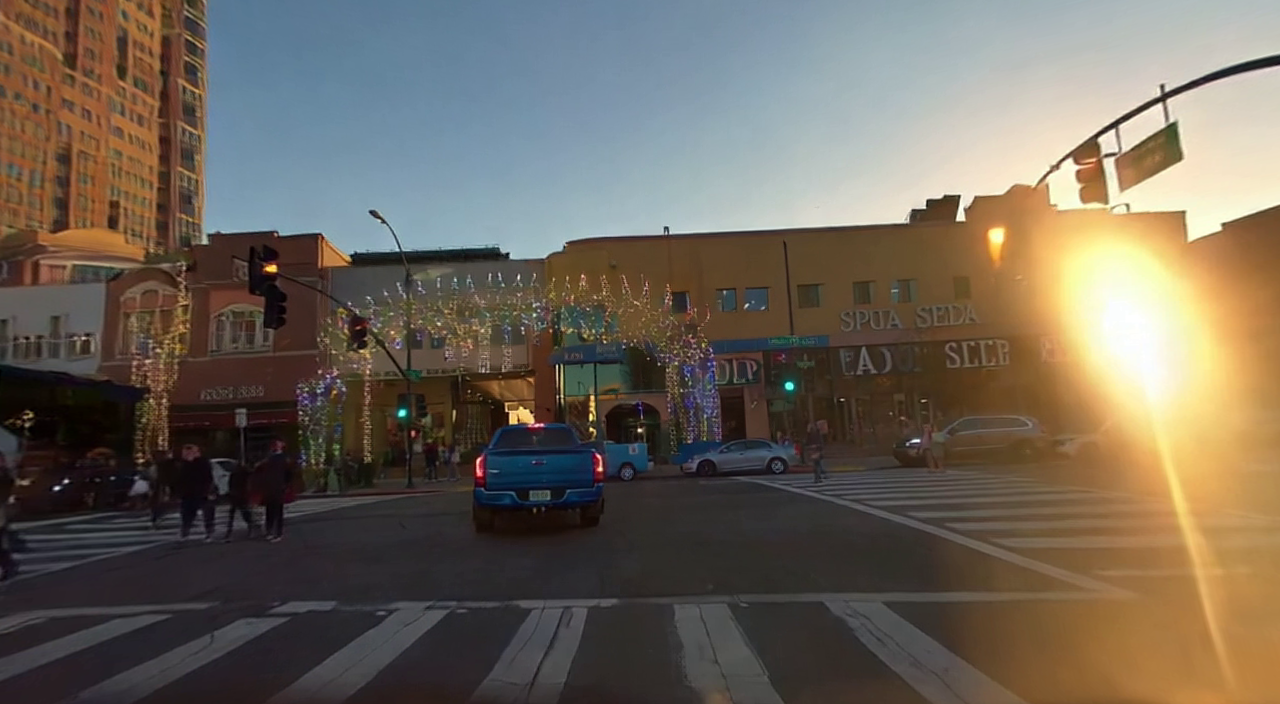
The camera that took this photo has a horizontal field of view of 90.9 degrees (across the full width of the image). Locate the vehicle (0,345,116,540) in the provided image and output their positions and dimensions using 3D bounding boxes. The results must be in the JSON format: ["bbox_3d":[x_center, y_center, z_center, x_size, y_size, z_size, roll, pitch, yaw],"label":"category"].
[{"bbox_3d":[-22.259,2.386,16.537,13.729,4.662,3.300,0,-8,0],"label":"vehicle"}]

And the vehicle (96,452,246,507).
[{"bbox_3d":[-18.833,5.113,25.479,4.398,2.057,1.959,0,-8,-1],"label":"vehicle"}]

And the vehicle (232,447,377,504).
[{"bbox_3d":[-13.456,4.942,25.478,4.799,1.909,2.011,-3,-7,2],"label":"vehicle"}]

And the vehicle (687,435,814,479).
[{"bbox_3d":[4.108,3.995,24.082,4.515,1.583,1.920,0,-8,3],"label":"vehicle"}]

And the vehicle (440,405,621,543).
[{"bbox_3d":[-2.434,2.232,12.336,2.477,2.020,5.534,3,-9,-20],"label":"vehicle"}]

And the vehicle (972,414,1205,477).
[{"bbox_3d":[11.461,2.418,16.361,4.600,1.506,1.878,0,-8,-2],"label":"vehicle"}]

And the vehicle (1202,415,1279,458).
[{"bbox_3d":[25.748,3.474,25.759,3.662,1.666,1.937,0,-8,-1],"label":"vehicle"}]
